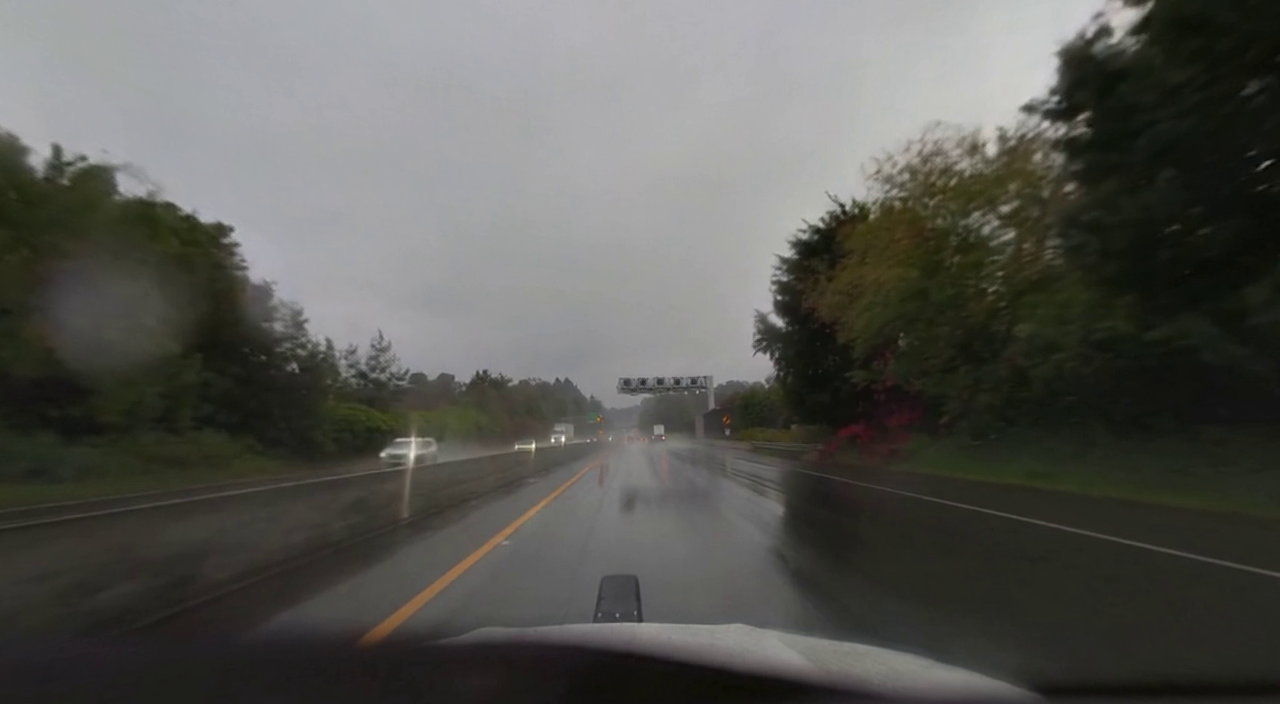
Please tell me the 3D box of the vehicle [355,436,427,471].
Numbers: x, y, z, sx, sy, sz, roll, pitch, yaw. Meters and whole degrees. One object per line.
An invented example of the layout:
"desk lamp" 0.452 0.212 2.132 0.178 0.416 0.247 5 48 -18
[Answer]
"vehicle" -12.617 5.140 32.180 2.010 1.648 4.058 0 -8 -1
